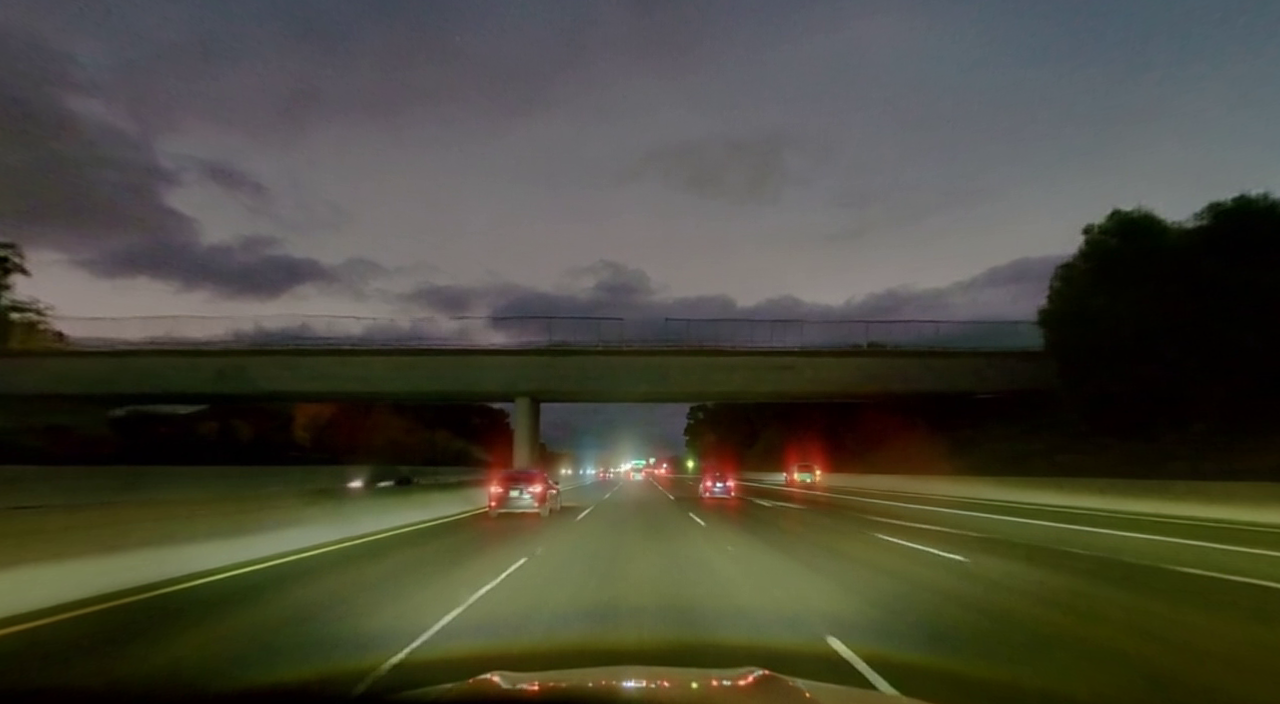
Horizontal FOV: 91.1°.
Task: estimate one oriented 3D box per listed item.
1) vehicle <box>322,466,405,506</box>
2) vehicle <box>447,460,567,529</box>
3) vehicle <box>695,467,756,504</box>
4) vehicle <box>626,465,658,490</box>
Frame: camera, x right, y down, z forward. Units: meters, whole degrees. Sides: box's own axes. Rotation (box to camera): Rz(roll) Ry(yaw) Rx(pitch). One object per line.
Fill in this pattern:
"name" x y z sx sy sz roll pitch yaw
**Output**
"vehicle" -12.424 6.018 28.522 1.868 1.616 4.107 1 -10 0
"vehicle" -3.248 3.605 16.321 2.099 1.516 4.308 0 -10 1
"vehicle" 3.773 6.014 28.623 2.092 1.518 4.348 1 -10 -1
"vehicle" 0.181 8.923 44.811 2.181 1.698 4.056 1 -10 1
